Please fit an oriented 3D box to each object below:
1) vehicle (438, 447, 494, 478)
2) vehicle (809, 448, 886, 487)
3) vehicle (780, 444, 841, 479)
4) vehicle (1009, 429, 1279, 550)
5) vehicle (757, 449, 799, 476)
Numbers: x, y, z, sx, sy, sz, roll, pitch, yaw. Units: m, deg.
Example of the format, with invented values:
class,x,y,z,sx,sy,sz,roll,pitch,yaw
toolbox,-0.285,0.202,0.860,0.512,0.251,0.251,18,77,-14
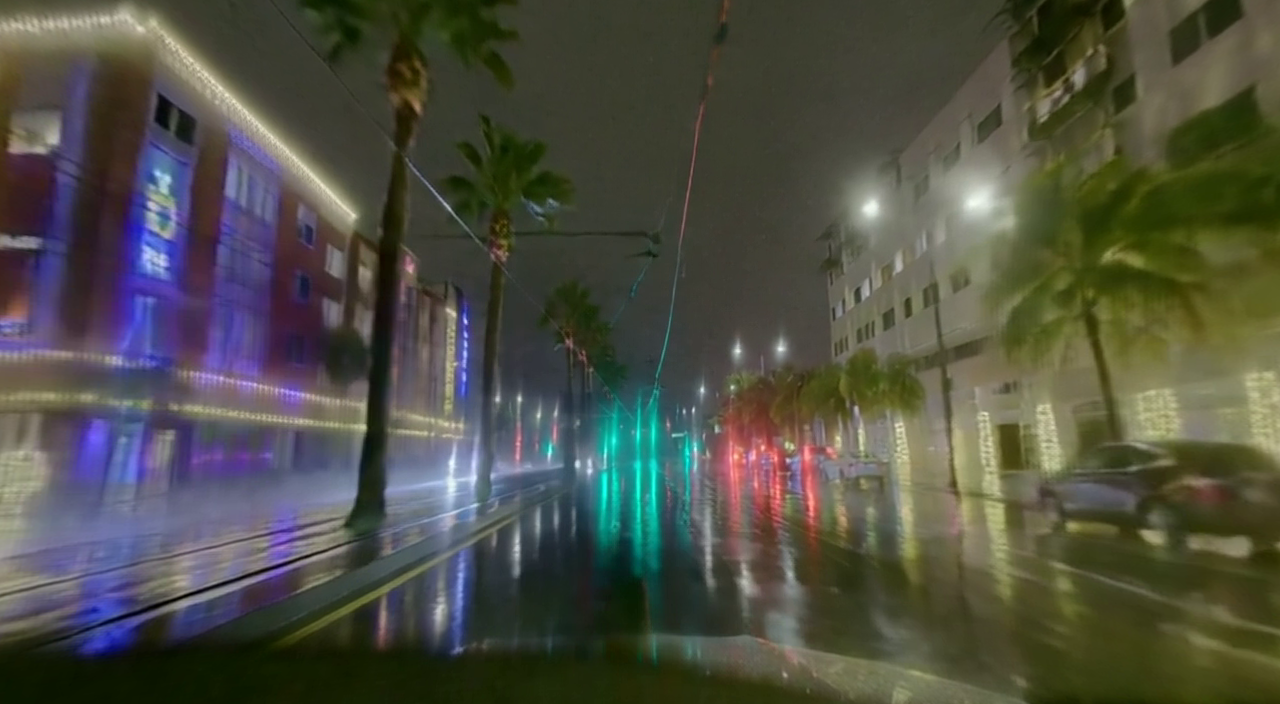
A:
class,x,y,z,sx,sy,sz,roll,pitch,yaw
vehicle,-10.530,6.706,38.498,2.042,1.716,4.634,0,-8,1
vehicle,8.687,4.850,26.772,1.733,1.468,4.326,0,-8,0
vehicle,8.713,5.605,32.596,1.867,1.627,4.357,0,-8,0
vehicle,8.567,2.178,10.704,1.878,1.605,4.242,0,-8,-2
vehicle,8.419,6.759,38.814,1.715,1.500,3.910,0,-8,0
